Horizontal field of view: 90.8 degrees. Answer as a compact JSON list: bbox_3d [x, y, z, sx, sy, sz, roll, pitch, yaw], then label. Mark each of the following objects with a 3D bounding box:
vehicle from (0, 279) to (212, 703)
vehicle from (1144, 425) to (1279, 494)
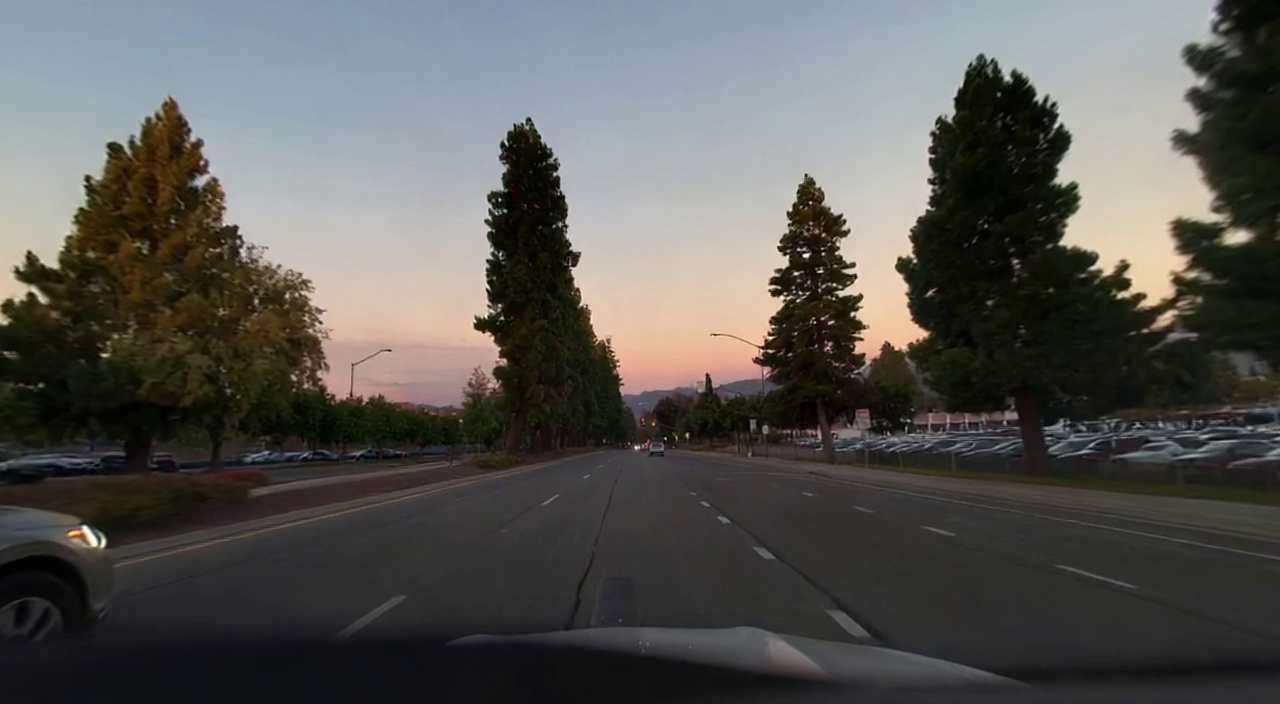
[{"bbox_3d":[-3.842,0.511,1.317,2.428,1.985,4.999,0,-8,-1],"label":"vehicle"},{"bbox_3d":[17.474,2.969,17.827,4.602,1.722,2.026,-3,-8,2],"label":"vehicle"}]
